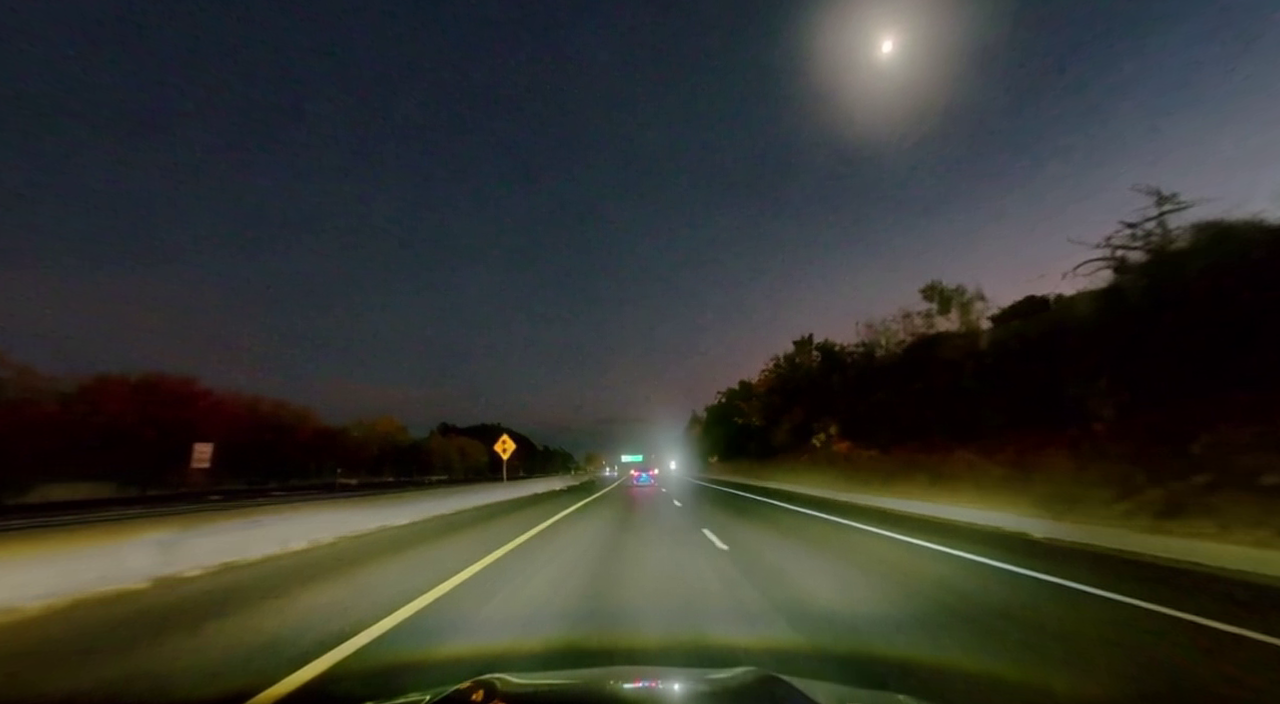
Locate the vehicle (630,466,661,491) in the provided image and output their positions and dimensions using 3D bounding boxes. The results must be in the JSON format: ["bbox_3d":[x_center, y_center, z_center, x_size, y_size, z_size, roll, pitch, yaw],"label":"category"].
[{"bbox_3d":[0.344,8.462,42.394,2.016,1.530,4.009,1,-10,0],"label":"vehicle"}]
